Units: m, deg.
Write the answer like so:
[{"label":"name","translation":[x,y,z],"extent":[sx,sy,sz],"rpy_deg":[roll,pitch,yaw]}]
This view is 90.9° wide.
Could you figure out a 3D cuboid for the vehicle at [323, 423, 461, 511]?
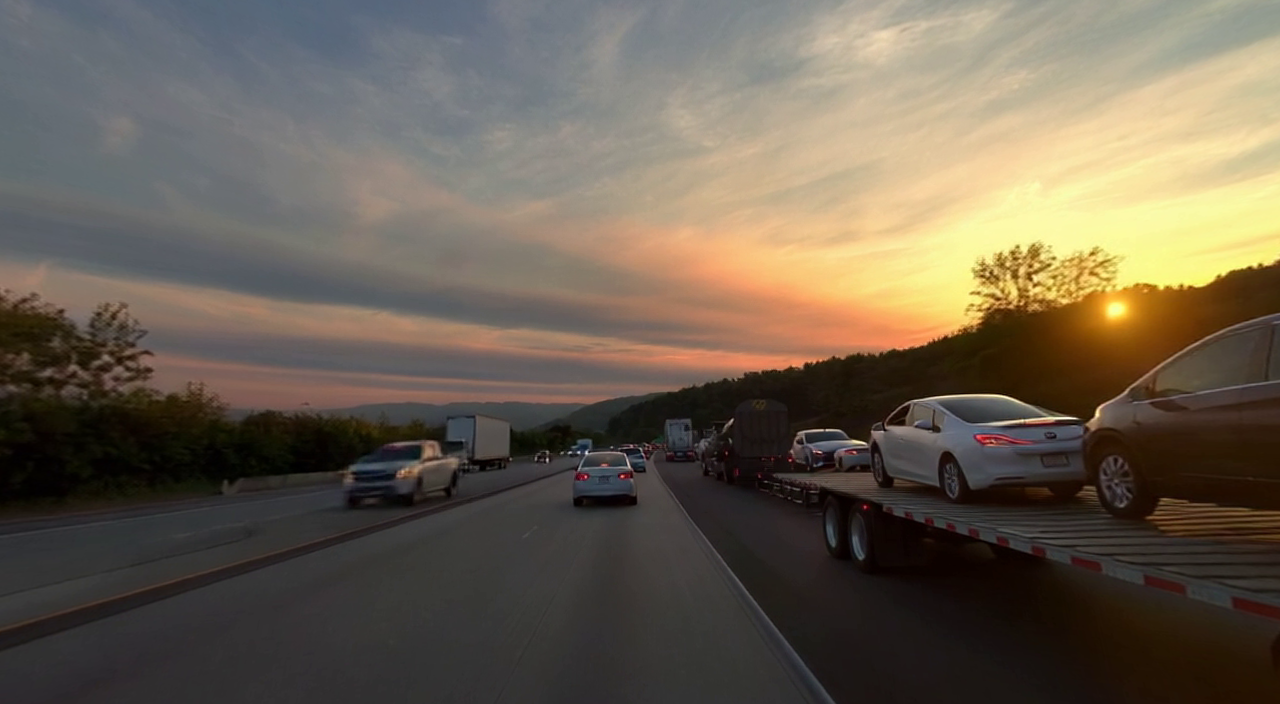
[{"label":"vehicle","translation":[-8.315,3.922,21.955],"extent":[2.385,2.627,5.771],"rpy_deg":[0,-9,0]}]

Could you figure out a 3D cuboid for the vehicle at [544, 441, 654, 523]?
[{"label":"vehicle","translation":[-0.723,2.645,13.283],"extent":[1.991,1.466,3.675],"rpy_deg":[0,-9,0]}]

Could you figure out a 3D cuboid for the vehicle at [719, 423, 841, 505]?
[{"label":"vehicle","translation":[3.498,2.908,16.627],"extent":[2.303,1.889,3.920],"rpy_deg":[0,-9,0]}]

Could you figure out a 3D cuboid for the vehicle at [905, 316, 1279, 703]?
[{"label":"vehicle","translation":[3.484,0.937,3.602],"extent":[1.959,1.783,4.407],"rpy_deg":[0,-9,0]}]

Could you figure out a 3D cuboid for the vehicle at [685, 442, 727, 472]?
[{"label":"vehicle","translation":[3.823,6.150,37.059],"extent":[1.938,1.660,4.223],"rpy_deg":[0,-9,-1]}]
